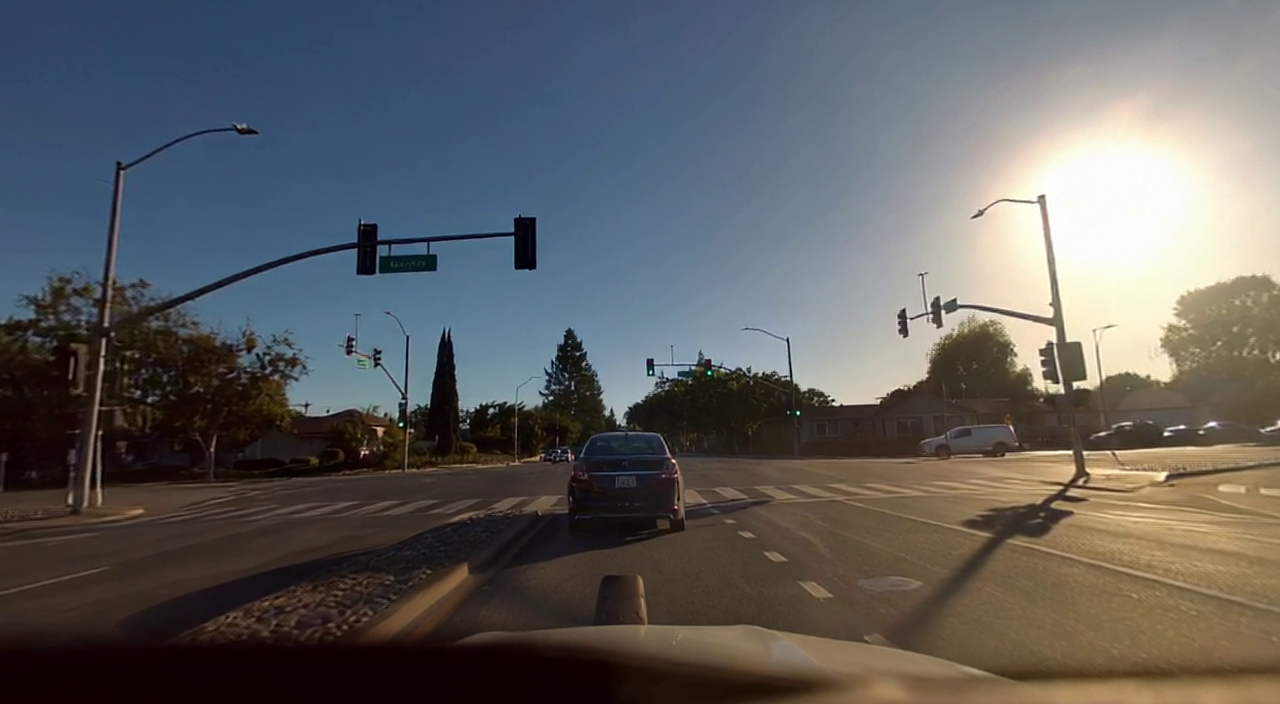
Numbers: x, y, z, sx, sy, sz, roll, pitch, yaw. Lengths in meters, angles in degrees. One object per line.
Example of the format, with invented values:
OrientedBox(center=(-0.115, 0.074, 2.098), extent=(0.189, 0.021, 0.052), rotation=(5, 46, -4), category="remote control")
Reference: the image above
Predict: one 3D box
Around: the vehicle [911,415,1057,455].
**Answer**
OrientedBox(center=(17.956, 4.369, 33.271), extent=(6.025, 2.000, 2.876), rotation=(0, -7, -2), category="vehicle")

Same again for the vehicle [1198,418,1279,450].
OrientedBox(center=(35.927, 4.799, 36.901), extent=(4.735, 1.784, 2.094), rotation=(1, -7, -3), category="vehicle")

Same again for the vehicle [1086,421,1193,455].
OrientedBox(center=(28.658, 4.944, 36.326), extent=(4.557, 1.899, 1.996), rotation=(0, -9, -5), category="vehicle")

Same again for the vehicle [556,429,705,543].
OrientedBox(center=(0.049, 2.156, 10.894), extent=(2.074, 1.570, 3.647), rotation=(0, -8, 7), category="vehicle")
